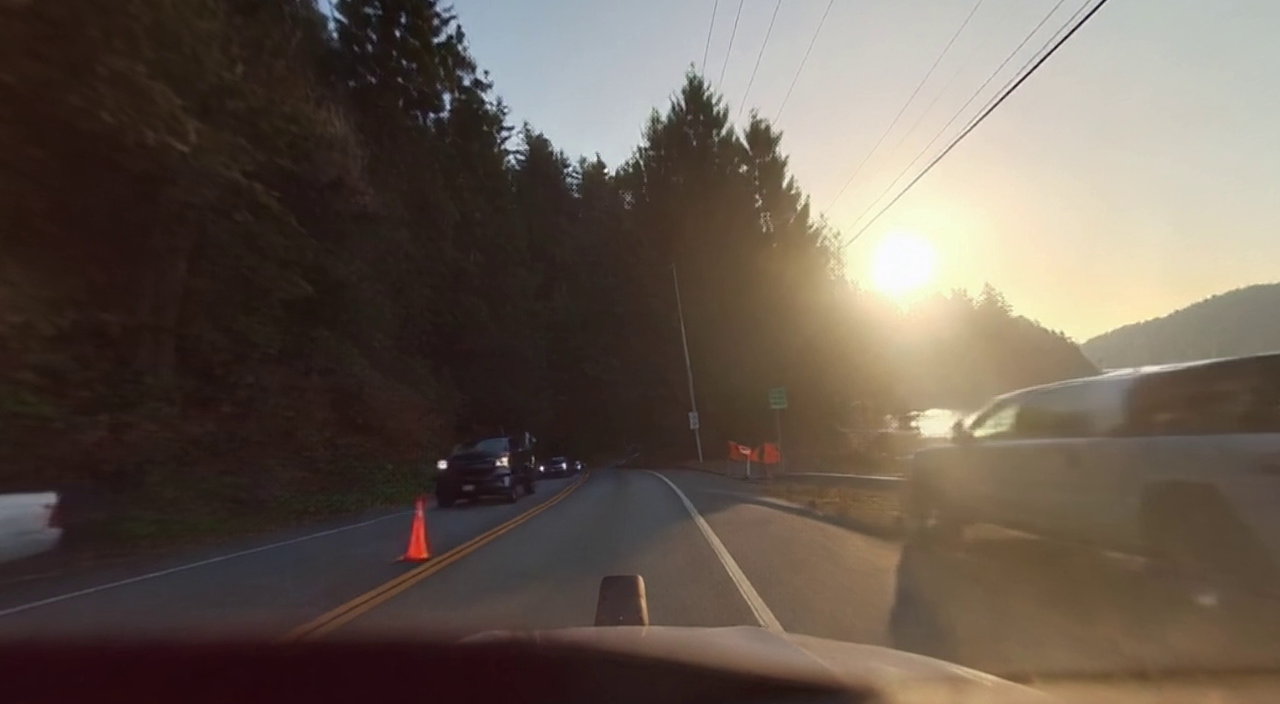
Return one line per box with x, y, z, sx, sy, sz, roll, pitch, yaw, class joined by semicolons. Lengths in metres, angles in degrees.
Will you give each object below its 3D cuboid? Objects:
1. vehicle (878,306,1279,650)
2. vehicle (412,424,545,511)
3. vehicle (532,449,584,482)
5.189;1.143;6.412;2.845;2.053;6.457;0;-8;-2;vehicle
-4.079;3.021;17.035;2.221;1.969;5.153;0;-8;0;vehicle
-3.843;5.375;30.257;2.032;1.444;4.164;0;-8;-2;vehicle
